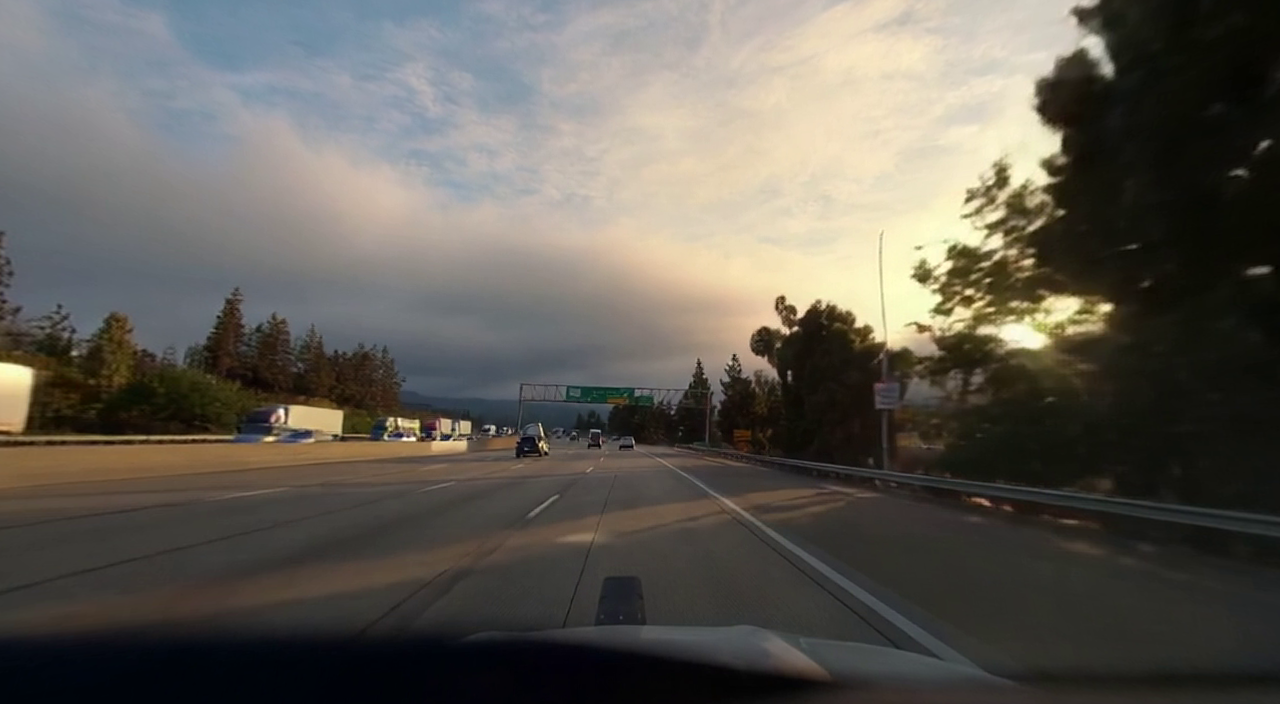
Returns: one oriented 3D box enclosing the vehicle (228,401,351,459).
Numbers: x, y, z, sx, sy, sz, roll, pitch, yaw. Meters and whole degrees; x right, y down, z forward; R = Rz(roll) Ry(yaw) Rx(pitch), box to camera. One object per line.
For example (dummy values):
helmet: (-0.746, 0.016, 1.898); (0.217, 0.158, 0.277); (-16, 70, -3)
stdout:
vehicle: (-26.118, 6.005, 48.020); (2.922, 3.800, 11.932); (0, -8, -2)

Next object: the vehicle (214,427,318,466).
vehicle: (-17.955, 4.536, 30.598); (2.070, 1.725, 4.946); (0, -8, -1)

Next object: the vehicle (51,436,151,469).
vehicle: (-25.566, 4.746, 30.049); (1.694, 1.429, 3.479); (0, -8, -1)

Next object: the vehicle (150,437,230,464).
vehicle: (-25.866, 5.663, 36.398); (1.741, 1.455, 3.896); (0, -8, 0)

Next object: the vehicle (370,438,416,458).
vehicle: (-18.981, 7.372, 48.626); (1.896, 1.425, 4.391); (0, -8, -1)
